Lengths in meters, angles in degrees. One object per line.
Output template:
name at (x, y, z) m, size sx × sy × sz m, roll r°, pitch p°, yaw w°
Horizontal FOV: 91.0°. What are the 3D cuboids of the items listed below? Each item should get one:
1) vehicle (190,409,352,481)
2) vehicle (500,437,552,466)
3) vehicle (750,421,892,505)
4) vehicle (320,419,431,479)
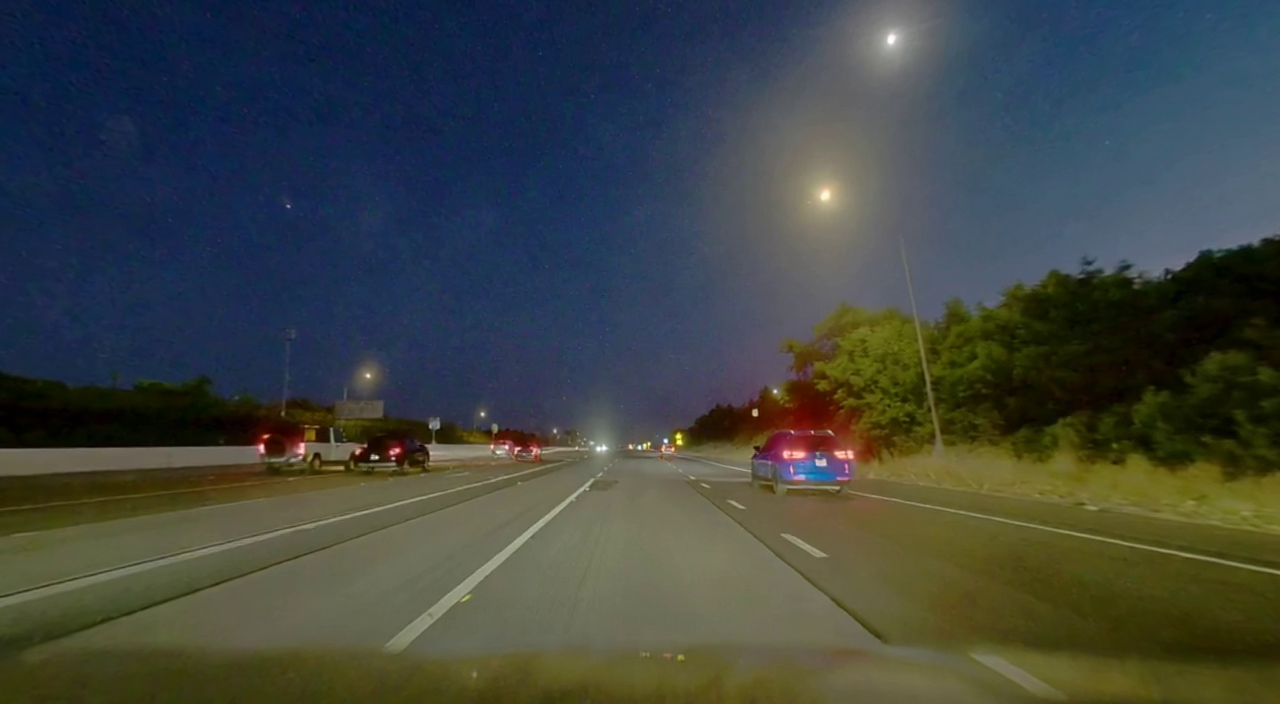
vehicle at (-14.585, 3.770, 25.565) m, size 2.647 × 2.508 × 6.337 m, roll 0°, pitch -8°, yaw 1°
vehicle at (-7.416, 6.517, 41.524) m, size 2.503 × 1.775 × 4.763 m, roll 0°, pitch -9°, yaw 0°
vehicle at (4.517, 2.872, 16.672) m, size 2.184 × 1.892 × 4.763 m, roll 0°, pitch -9°, yaw -2°
vehicle at (-10.837, 4.052, 26.394) m, size 2.261 × 2.230 × 5.435 m, roll 0°, pitch -8°, yaw 0°
